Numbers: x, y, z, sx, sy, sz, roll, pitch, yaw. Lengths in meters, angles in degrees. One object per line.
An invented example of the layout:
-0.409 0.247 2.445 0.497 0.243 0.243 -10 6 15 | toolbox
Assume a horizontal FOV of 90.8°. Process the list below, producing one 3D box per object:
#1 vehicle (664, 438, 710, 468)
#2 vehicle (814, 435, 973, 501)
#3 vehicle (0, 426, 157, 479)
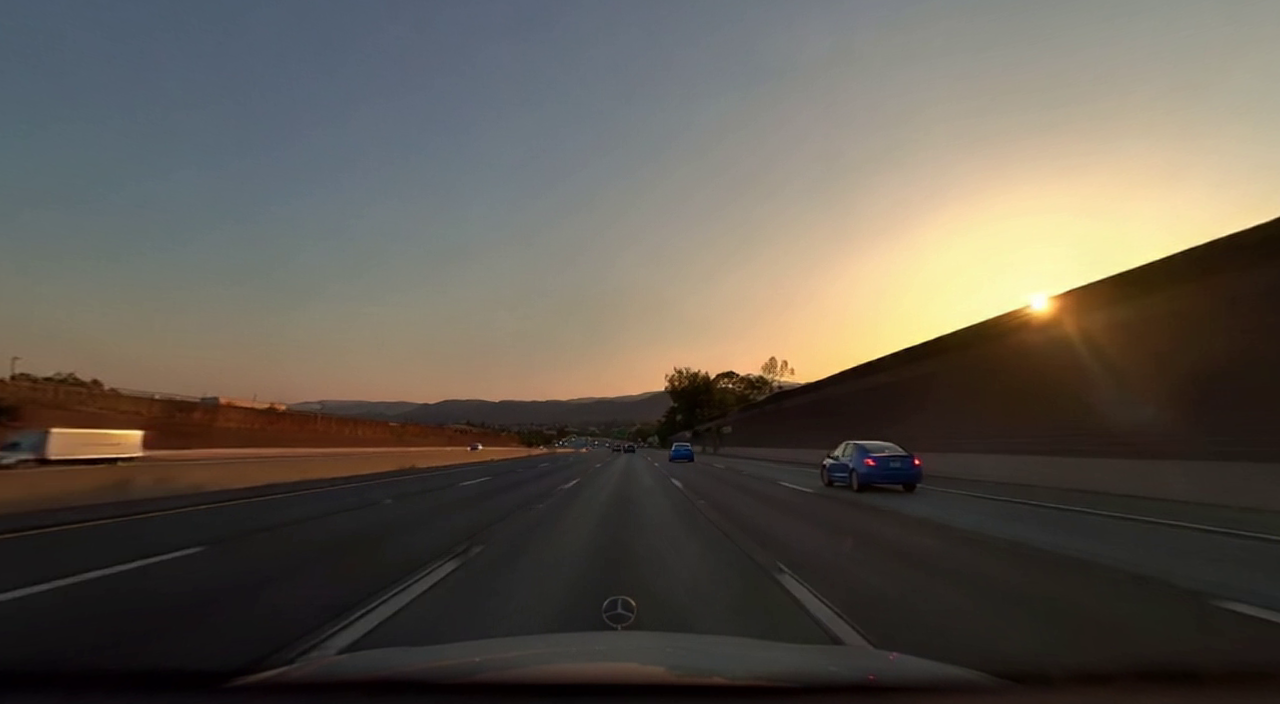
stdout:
2.655 5.848 36.647 2.270 1.615 3.770 0 -8 -1 | vehicle
6.618 3.065 17.302 2.227 1.522 5.041 0 -8 -1 | vehicle
-44.014 7.633 48.478 3.302 3.459 13.357 0 -8 0 | vehicle
